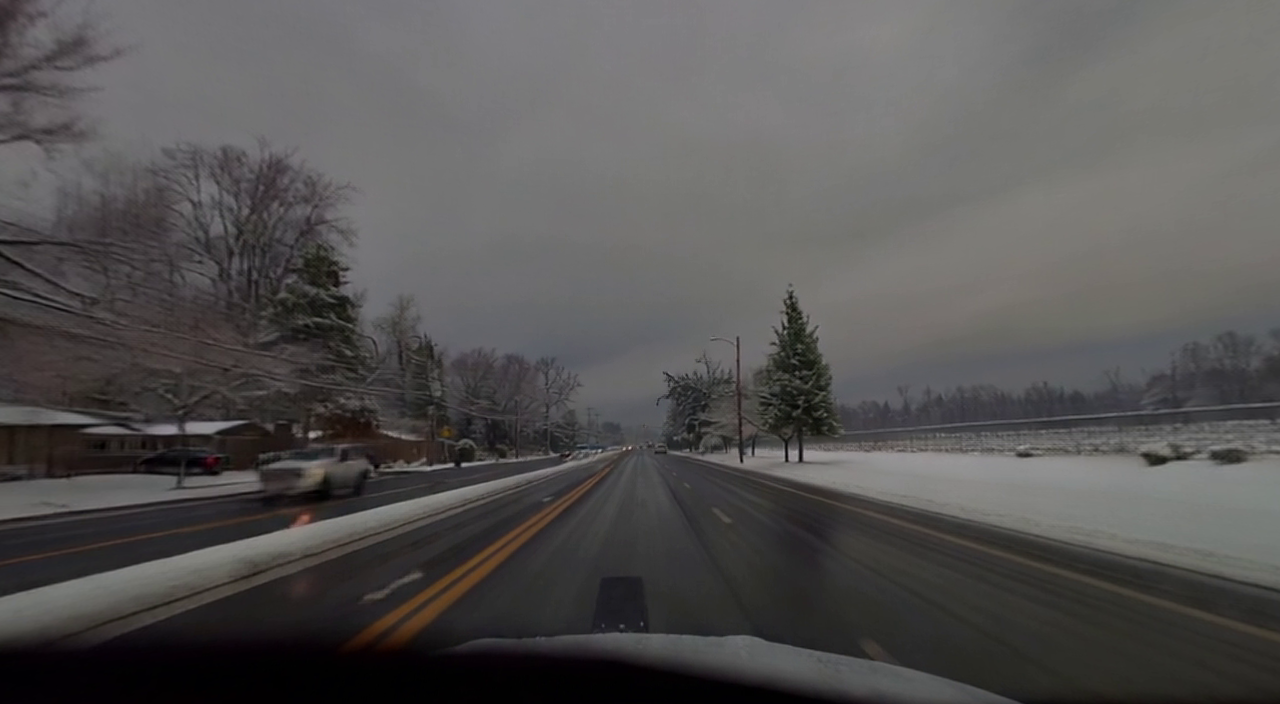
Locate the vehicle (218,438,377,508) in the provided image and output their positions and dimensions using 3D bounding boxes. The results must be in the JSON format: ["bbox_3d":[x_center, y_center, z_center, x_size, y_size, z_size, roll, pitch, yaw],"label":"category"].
[{"bbox_3d":[-9.479,3.359,18.018,2.009,1.709,4.664,0,-8,-1],"label":"vehicle"}]

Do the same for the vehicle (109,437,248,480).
[{"bbox_3d":[-24.362,5.623,33.441,5.636,1.965,2.262,-2,-7,1],"label":"vehicle"}]
